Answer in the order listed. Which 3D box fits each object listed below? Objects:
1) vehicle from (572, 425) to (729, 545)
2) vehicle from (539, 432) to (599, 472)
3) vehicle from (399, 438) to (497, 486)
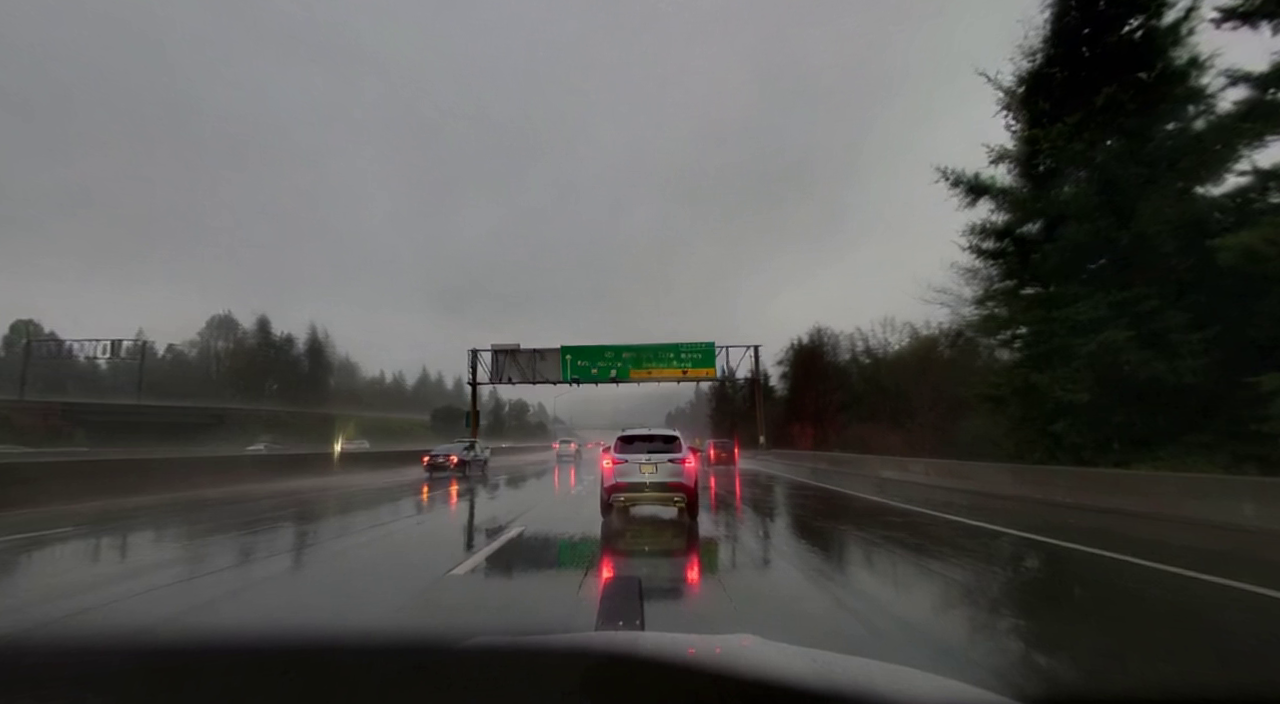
[{"bbox_3d":[0.134,2.023,10.184,2.044,1.554,3.824,0,-9,0],"label":"vehicle"},{"bbox_3d":[-3.445,5.041,31.823,2.286,1.825,5.380,0,-9,1],"label":"vehicle"},{"bbox_3d":[-6.914,4.009,23.271,2.035,1.558,4.773,0,-9,1],"label":"vehicle"}]
